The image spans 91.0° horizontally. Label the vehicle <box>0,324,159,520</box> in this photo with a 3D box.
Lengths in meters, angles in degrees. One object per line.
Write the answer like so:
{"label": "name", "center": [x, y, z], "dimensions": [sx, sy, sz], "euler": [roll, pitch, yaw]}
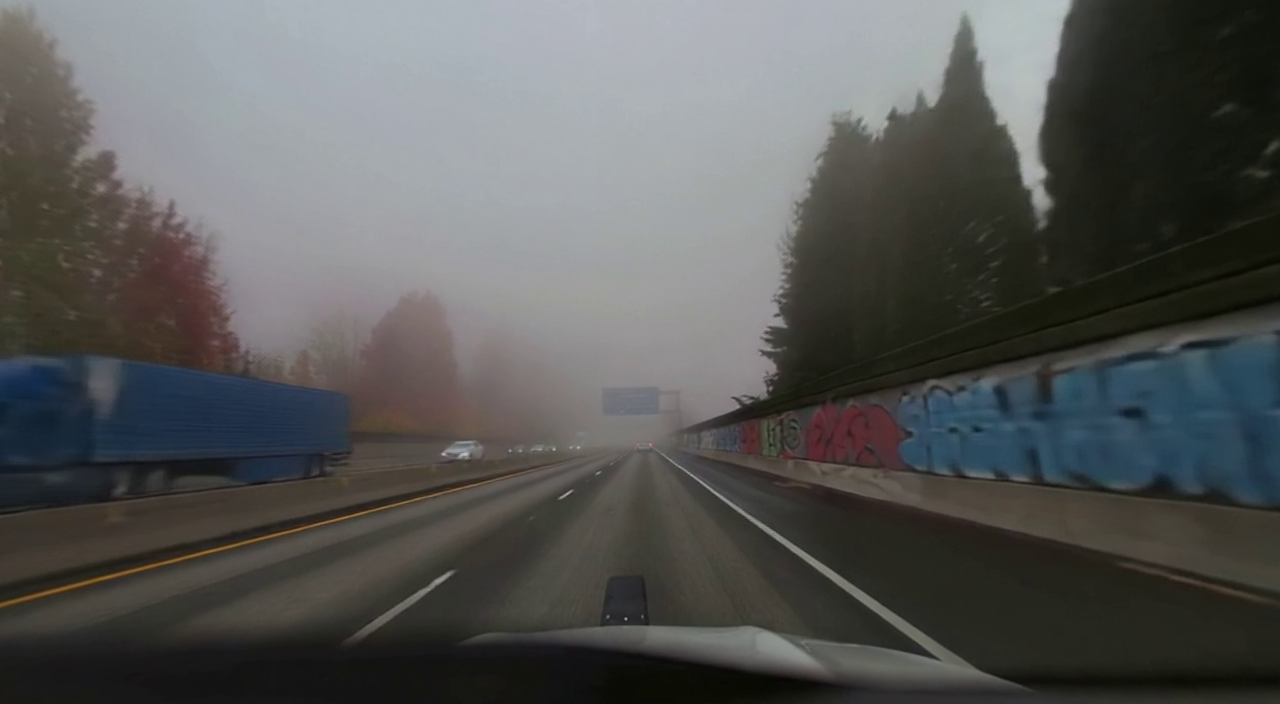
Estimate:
{"label": "vehicle", "center": [-15.165, 1.661, 14.574], "dimensions": [3.033, 4.136, 5.972], "euler": [1, -8, 0]}
